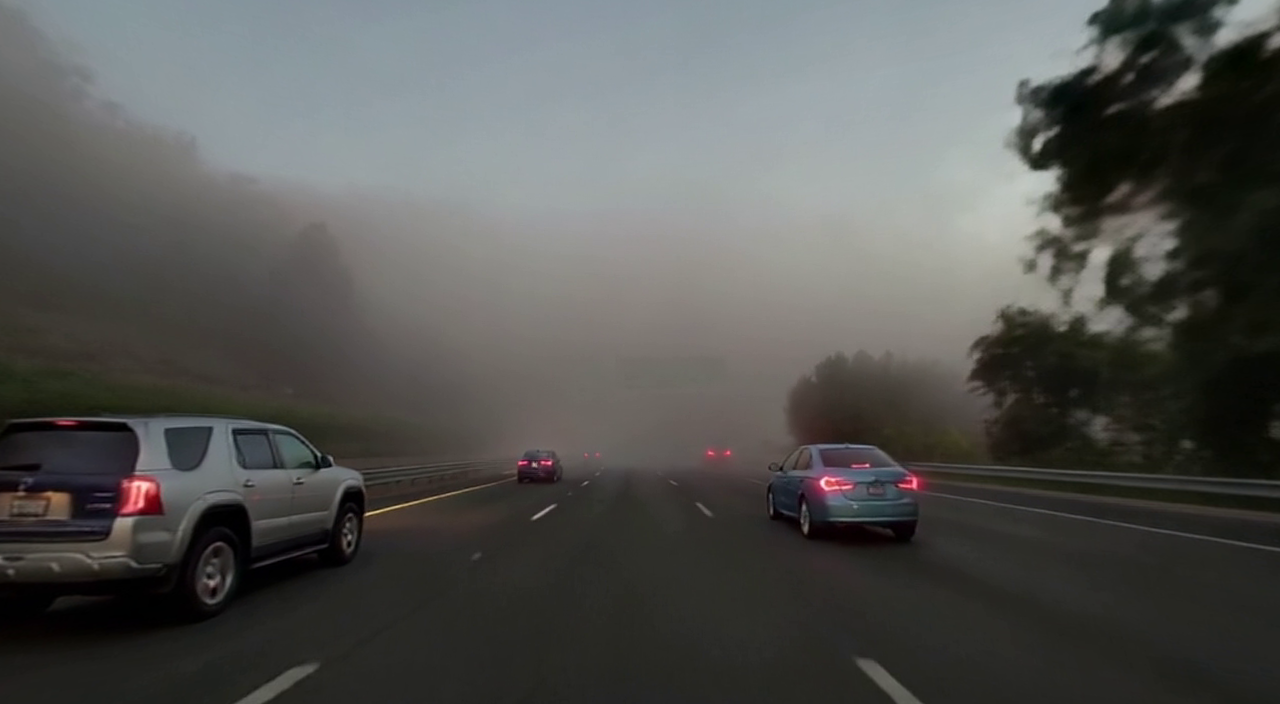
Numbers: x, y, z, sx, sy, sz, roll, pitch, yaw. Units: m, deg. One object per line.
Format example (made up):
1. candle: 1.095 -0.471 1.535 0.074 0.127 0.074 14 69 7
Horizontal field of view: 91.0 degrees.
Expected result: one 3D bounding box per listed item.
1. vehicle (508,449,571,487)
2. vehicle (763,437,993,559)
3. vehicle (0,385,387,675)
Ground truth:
1. vehicle: -4.248 4.945 27.244 2.009 1.488 4.289 0 -9 0
2. vehicle: 3.550 2.258 10.481 2.120 1.572 4.344 0 -9 0
3. vehicle: -4.365 1.410 6.026 2.079 1.745 4.281 0 -9 0
